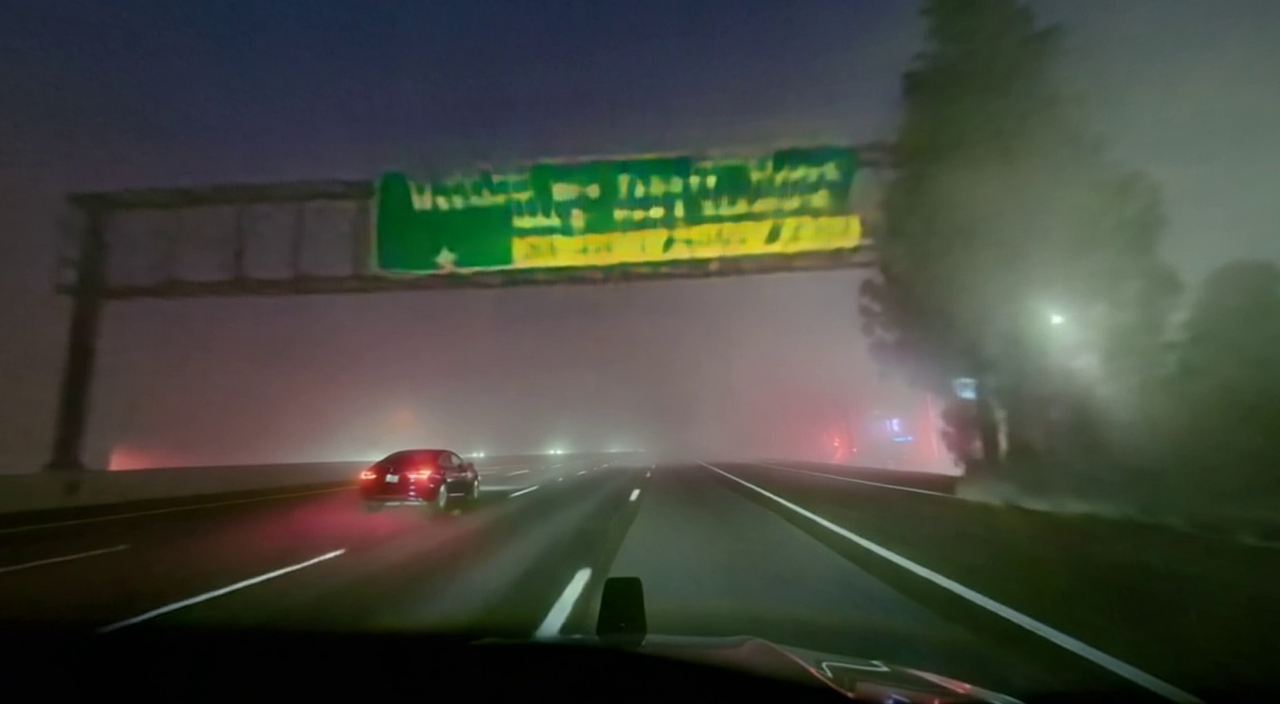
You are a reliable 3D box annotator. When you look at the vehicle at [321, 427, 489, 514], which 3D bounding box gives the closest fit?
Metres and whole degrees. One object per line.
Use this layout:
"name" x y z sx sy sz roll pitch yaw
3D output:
"vehicle" -5.511 2.846 15.643 2.145 1.793 4.762 -1 -8 3
